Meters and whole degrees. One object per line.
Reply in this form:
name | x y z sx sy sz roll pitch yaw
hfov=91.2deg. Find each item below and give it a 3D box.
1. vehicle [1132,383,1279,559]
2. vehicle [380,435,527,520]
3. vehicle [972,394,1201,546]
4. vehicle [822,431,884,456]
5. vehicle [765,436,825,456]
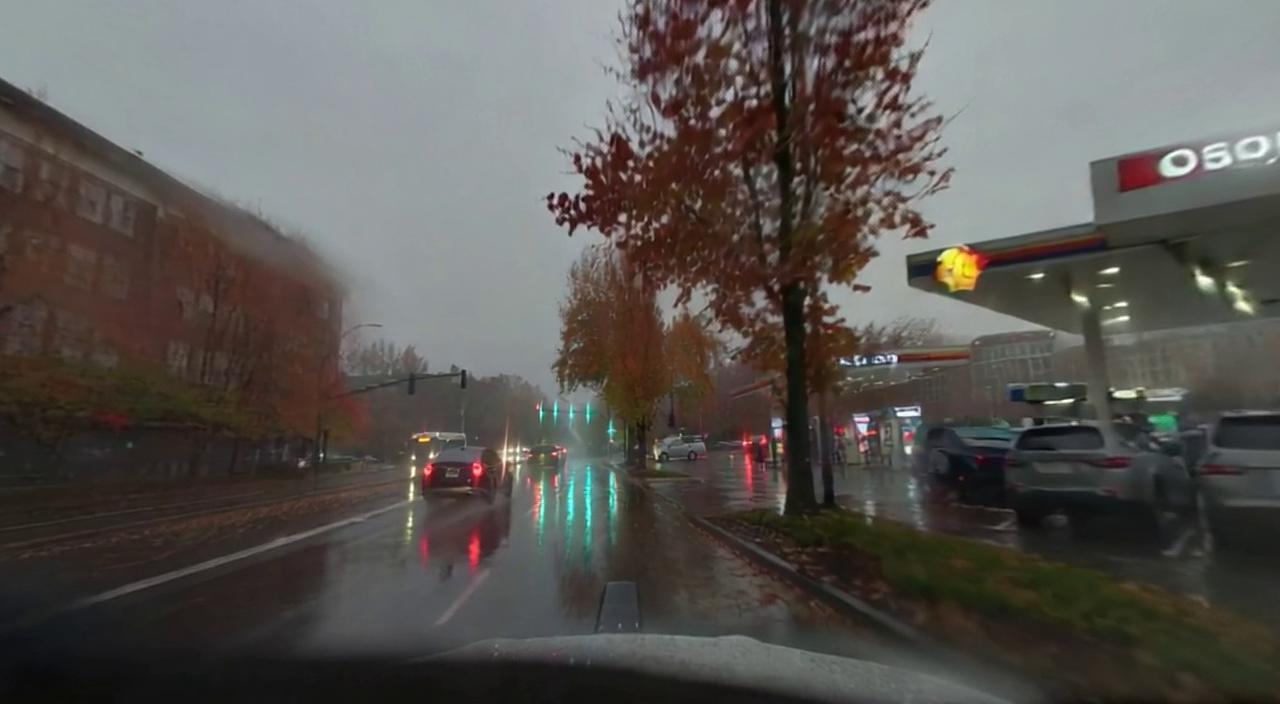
vehicle | 7.591 1.322 7.327 4.481 1.610 2.048 8 -12 -42
vehicle | -3.706 2.567 13.301 2.092 1.507 4.078 0 -9 -4
vehicle | 6.743 1.559 9.309 4.030 1.709 1.840 3 -9 -43
vehicle | 16.951 7.276 49.894 4.172 1.687 1.773 -3 -8 -6
vehicle | 12.225 7.446 49.576 4.064 1.507 2.078 1 -9 -5
